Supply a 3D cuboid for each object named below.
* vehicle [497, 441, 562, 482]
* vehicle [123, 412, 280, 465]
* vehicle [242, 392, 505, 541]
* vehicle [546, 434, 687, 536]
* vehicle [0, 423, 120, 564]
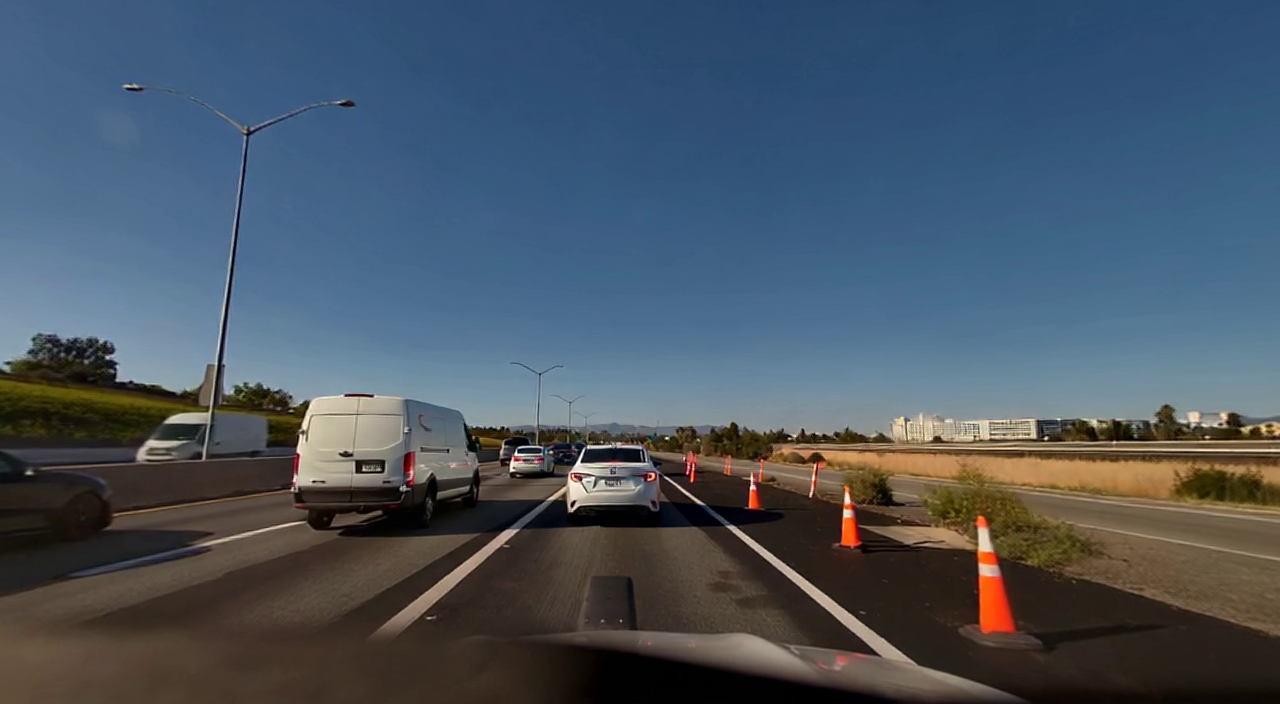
[{"bbox_3d":[-4.217,4.216,24.650,1.824,1.459,4.007,0,-9,0],"label":"vehicle"},{"bbox_3d":[-17.698,3.574,26.061,2.480,1.907,6.056,0,-8,-5],"label":"vehicle"},{"bbox_3d":[-4.225,1.977,11.494,2.324,2.012,5.740,0,-9,-1],"label":"vehicle"},{"bbox_3d":[-0.403,2.255,11.325,2.069,1.484,3.918,0,-9,-2],"label":"vehicle"},{"bbox_3d":[-7.877,1.429,6.169,1.930,1.506,4.279,0,-9,0],"label":"vehicle"}]
